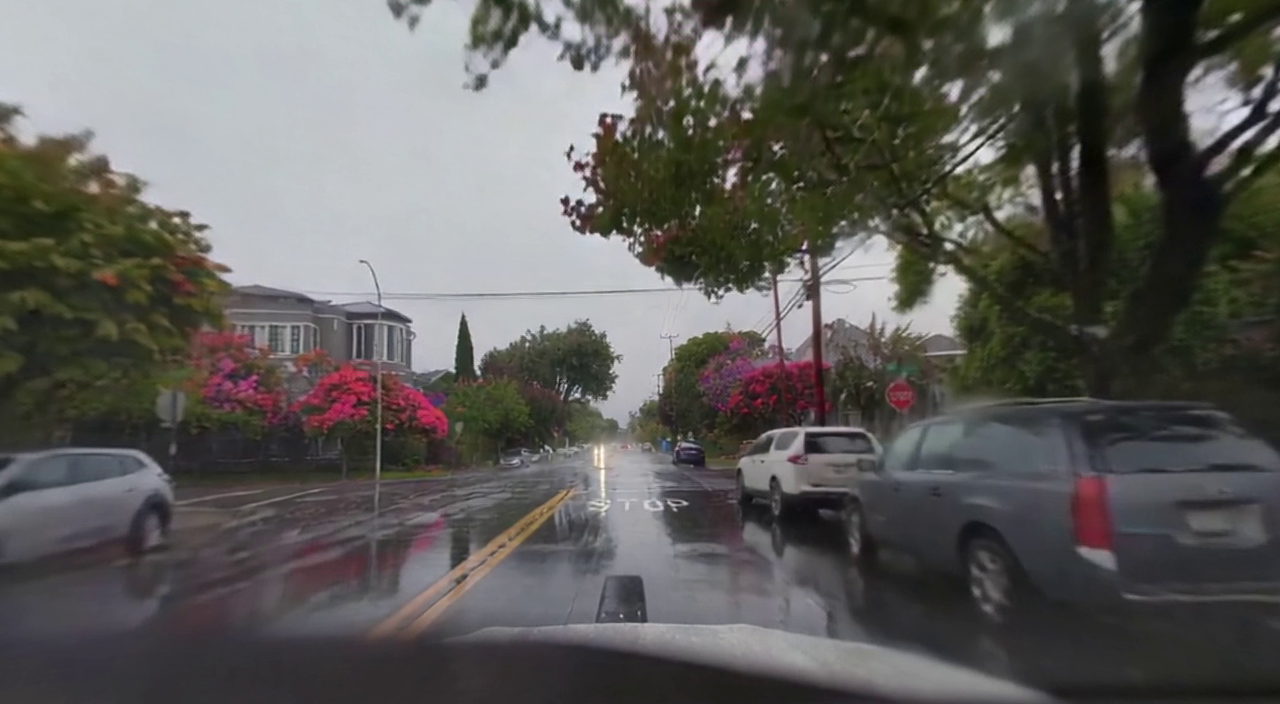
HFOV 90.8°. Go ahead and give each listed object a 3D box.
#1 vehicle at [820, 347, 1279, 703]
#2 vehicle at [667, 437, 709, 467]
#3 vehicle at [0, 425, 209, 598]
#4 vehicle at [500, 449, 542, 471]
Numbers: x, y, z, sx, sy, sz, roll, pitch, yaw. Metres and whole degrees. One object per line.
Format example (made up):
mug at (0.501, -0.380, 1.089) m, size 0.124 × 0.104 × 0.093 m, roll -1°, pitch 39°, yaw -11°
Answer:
vehicle at (3.184, 1.175, 5.390) m, size 1.993 × 1.778 × 4.311 m, roll 0°, pitch -9°, yaw 0°
vehicle at (2.874, 6.133, 38.814) m, size 2.114 × 1.708 × 4.474 m, roll 0°, pitch -9°, yaw -1°
vehicle at (-7.250, 1.791, 6.967) m, size 1.980 × 1.664 × 4.342 m, roll -5°, pitch -11°, yaw 0°
vehicle at (-7.450, 6.774, 39.932) m, size 1.926 × 1.307 × 3.909 m, roll 0°, pitch -9°, yaw 0°
